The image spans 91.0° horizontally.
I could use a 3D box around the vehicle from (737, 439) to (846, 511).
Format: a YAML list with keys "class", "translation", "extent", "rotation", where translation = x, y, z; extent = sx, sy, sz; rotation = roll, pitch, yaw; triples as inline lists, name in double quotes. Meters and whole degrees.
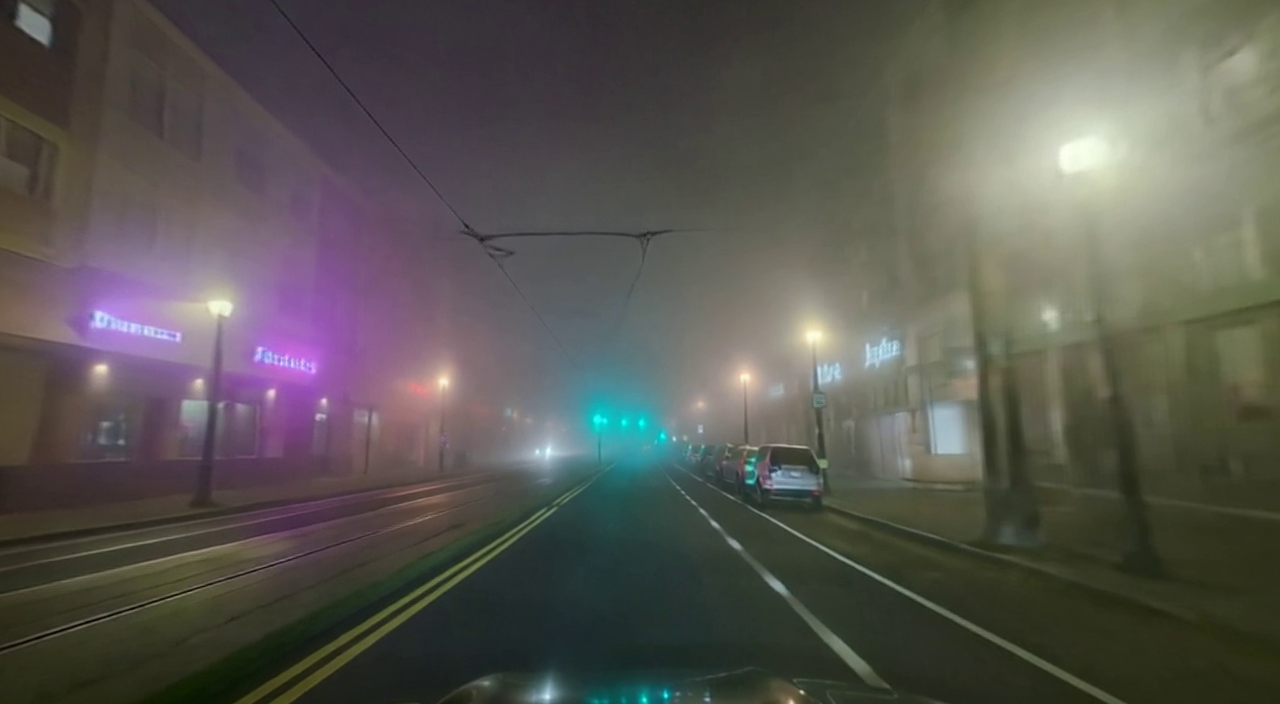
- class: "vehicle"
  translation: [3.593, 2.964, 15.632]
  extent: [1.819, 1.546, 3.681]
  rotation: [0, -8, 1]
